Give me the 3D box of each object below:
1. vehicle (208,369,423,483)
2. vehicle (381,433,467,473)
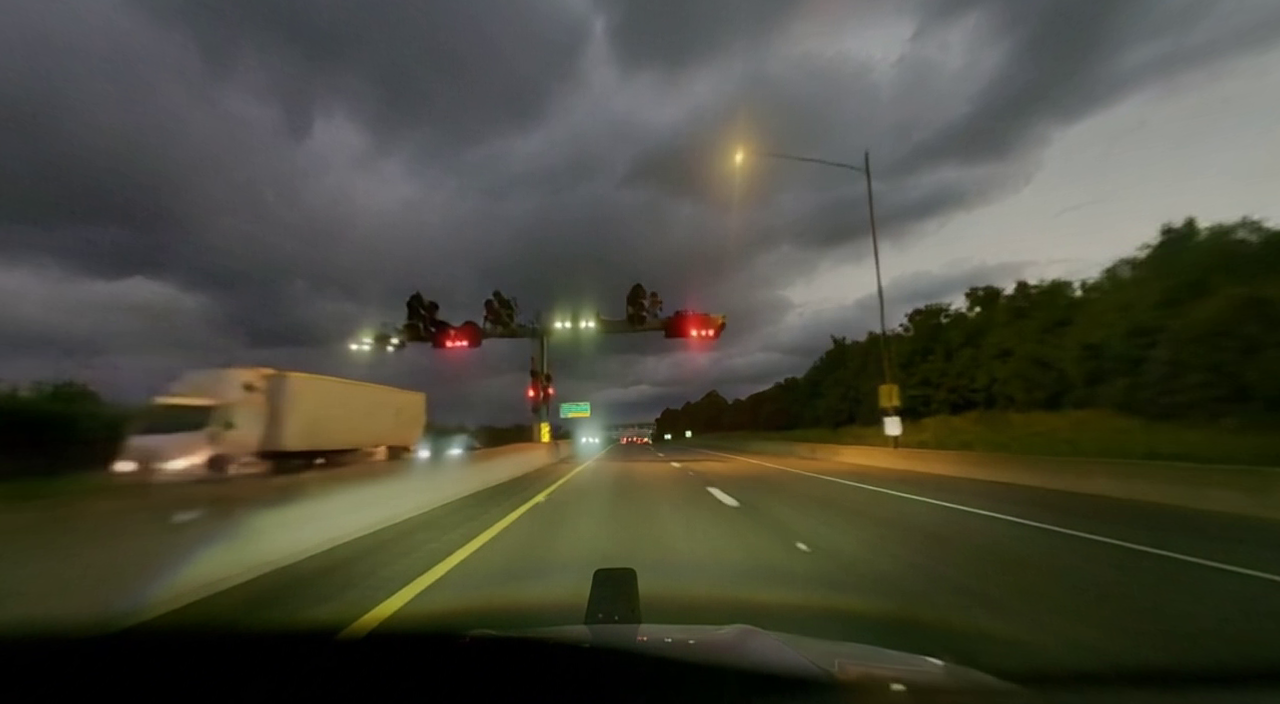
[{"bbox_3d":[-13.751,3.504,29.037,2.894,4.003,13.740,0,-8,-1],"label":"vehicle"},{"bbox_3d":[-9.030,4.239,26.814,2.060,1.566,4.681,0,-8,-1],"label":"vehicle"}]
